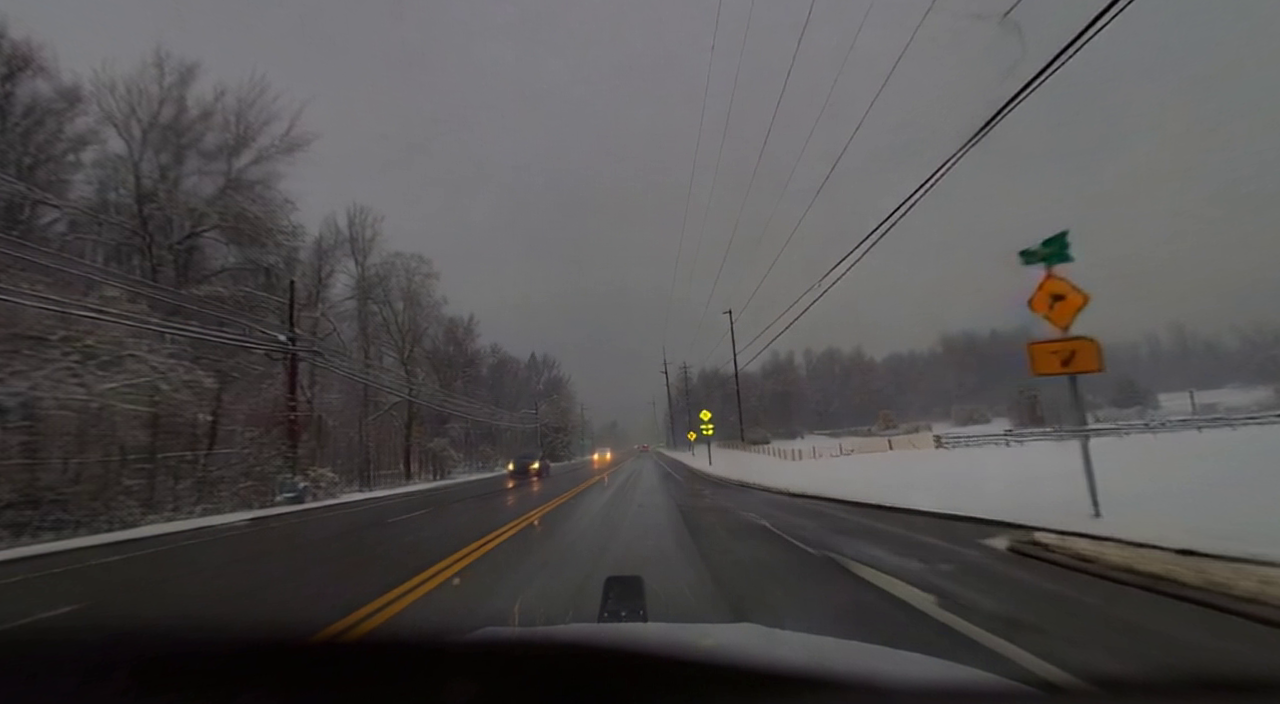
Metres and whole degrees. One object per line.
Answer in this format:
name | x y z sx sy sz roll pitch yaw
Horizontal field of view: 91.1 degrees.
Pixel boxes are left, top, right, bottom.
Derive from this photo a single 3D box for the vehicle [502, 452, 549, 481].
vehicle | -7.353 7.404 40.787 2.140 1.621 4.776 -3 -9 0
